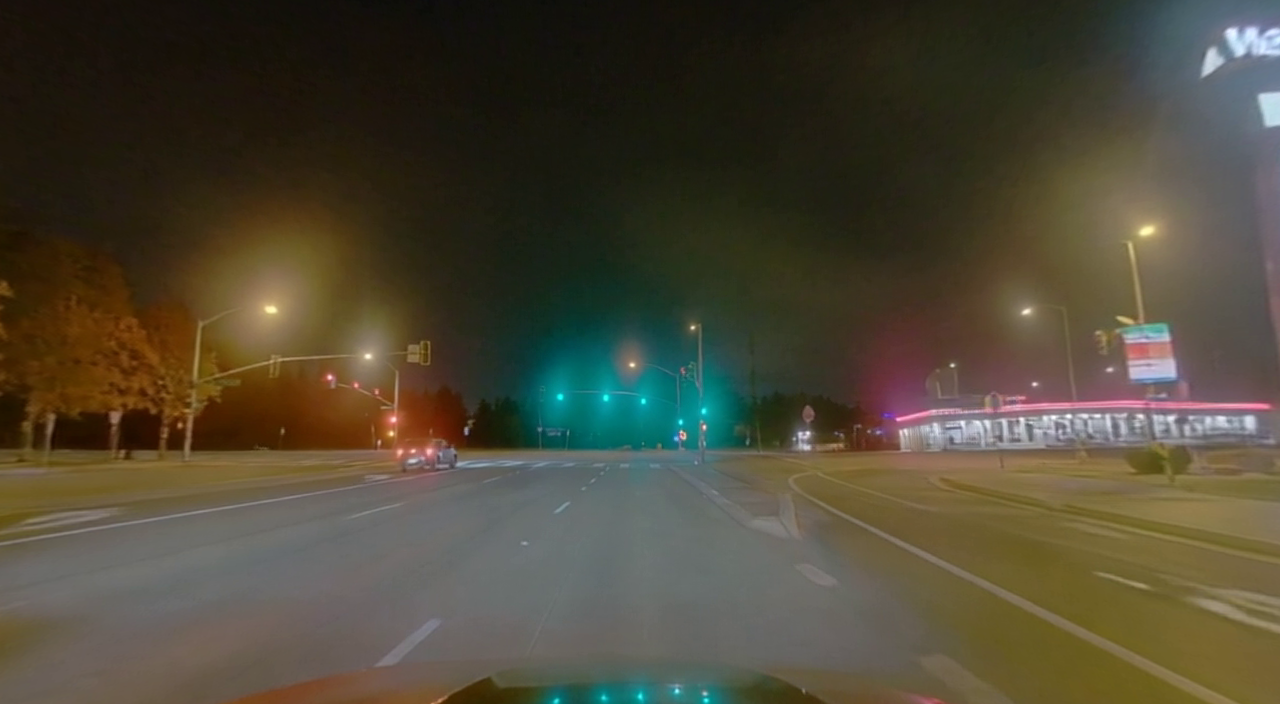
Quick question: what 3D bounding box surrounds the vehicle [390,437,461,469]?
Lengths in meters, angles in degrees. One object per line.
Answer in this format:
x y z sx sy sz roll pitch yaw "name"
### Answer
-10.721 5.095 31.851 1.924 1.502 4.727 0 -9 0 "vehicle"
